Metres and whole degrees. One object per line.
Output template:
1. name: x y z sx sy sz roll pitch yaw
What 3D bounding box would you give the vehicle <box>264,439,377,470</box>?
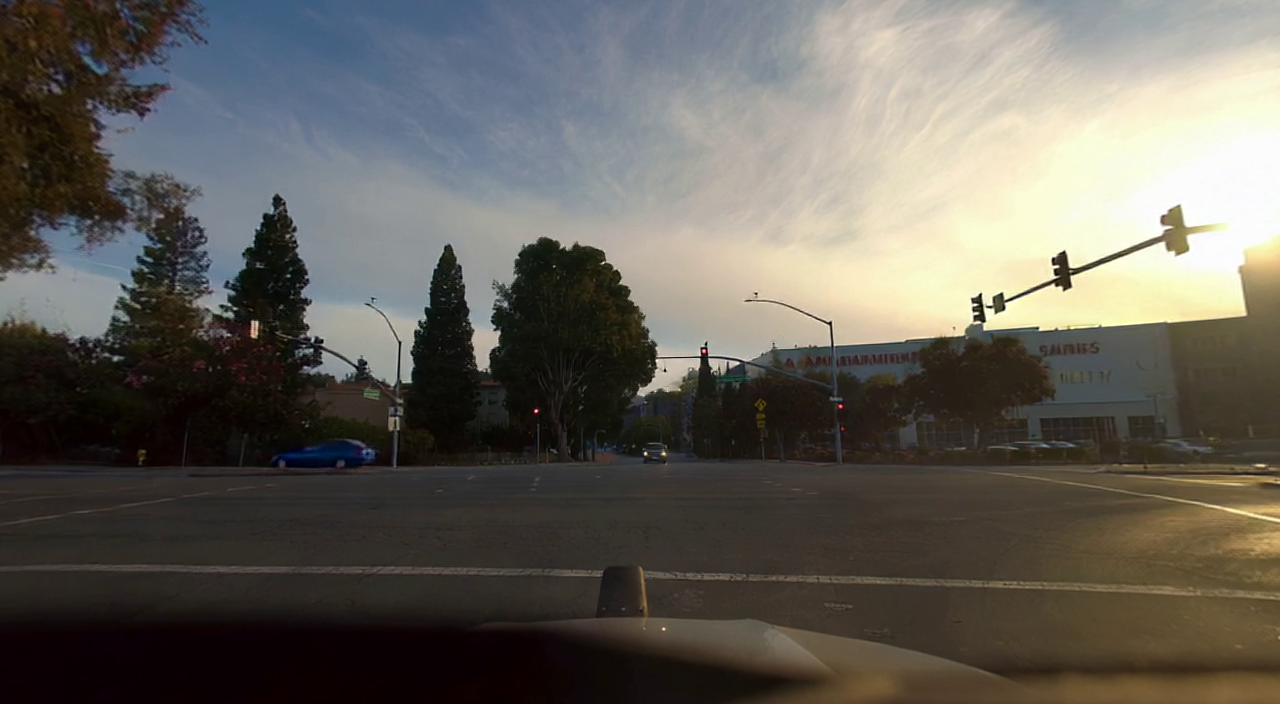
1. vehicle: -15.973 5.154 31.664 4.681 1.465 1.820 0 -9 1

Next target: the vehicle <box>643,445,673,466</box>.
1. vehicle: 1.280 7.633 46.465 2.132 1.449 4.235 0 -9 0
